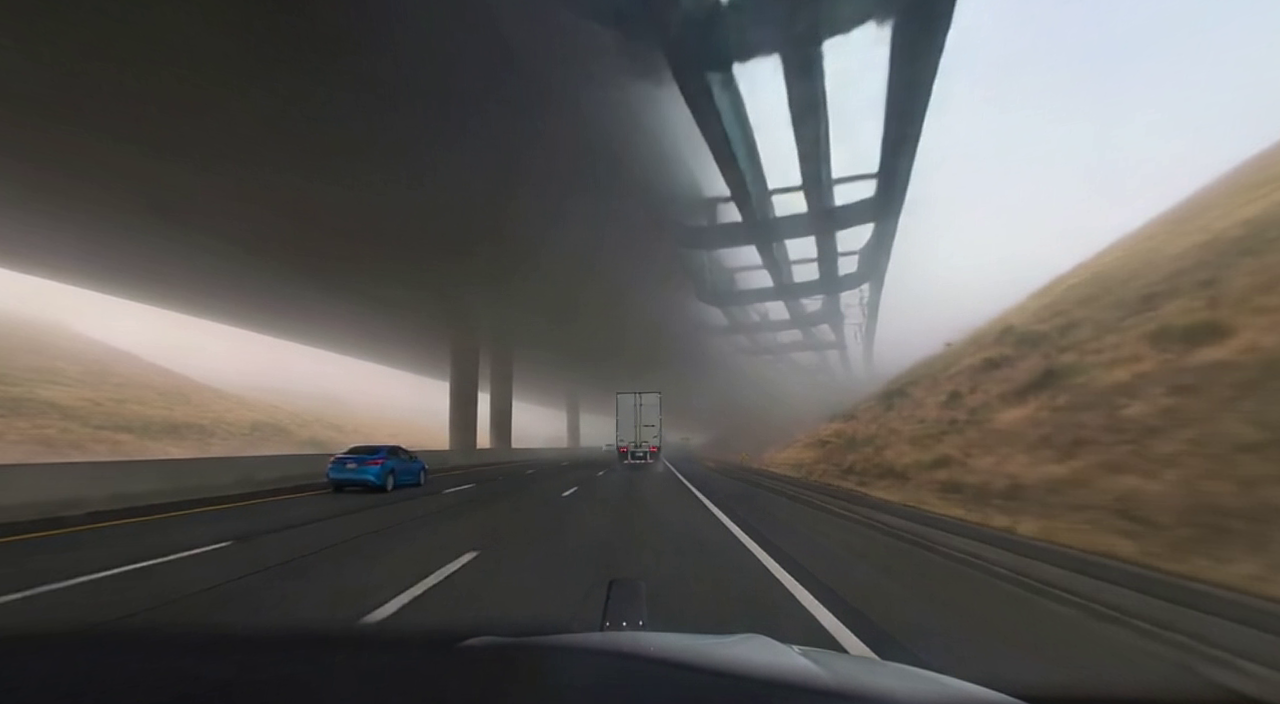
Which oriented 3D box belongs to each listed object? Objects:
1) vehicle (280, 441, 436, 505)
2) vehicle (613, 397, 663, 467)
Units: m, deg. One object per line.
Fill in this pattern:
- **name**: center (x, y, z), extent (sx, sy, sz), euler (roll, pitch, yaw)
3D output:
- **vehicle**: center (-7.386, 3.188, 17.159), extent (2.078, 1.496, 4.563), euler (0, -8, 1)
- **vehicle**: center (-0.028, 5.426, 41.843), extent (2.866, 4.014, 11.261), euler (0, -8, 1)
